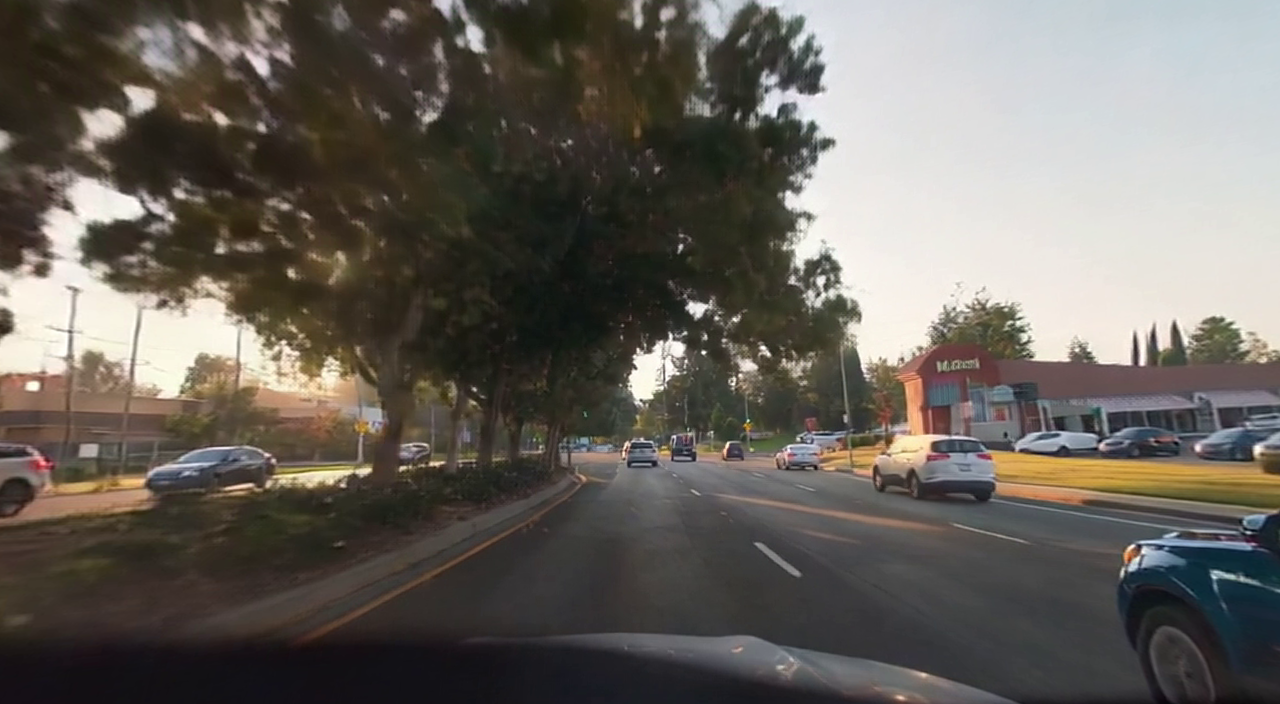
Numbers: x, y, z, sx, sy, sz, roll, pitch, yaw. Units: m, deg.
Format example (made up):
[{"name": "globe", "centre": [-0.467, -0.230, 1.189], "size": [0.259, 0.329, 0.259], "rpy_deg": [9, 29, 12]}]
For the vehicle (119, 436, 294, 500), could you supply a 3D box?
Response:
[{"name": "vehicle", "centre": [-13.980, 3.739, 20.908], "size": [2.159, 1.836, 5.038], "rpy_deg": [0, -8, 0]}]

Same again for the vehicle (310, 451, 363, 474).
[{"name": "vehicle", "centre": [-21.856, 7.953, 45.688], "size": [1.879, 1.520, 3.830], "rpy_deg": [0, -8, 1]}]

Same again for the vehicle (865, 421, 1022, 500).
[{"name": "vehicle", "centre": [7.689, 2.789, 16.591], "size": [1.977, 1.786, 4.344], "rpy_deg": [0, -8, 1]}]

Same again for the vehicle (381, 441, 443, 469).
[{"name": "vehicle", "centre": [-14.493, 6.578, 40.395], "size": [2.136, 1.676, 4.371], "rpy_deg": [-1, -9, 3]}]

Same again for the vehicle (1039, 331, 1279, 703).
[{"name": "vehicle", "centre": [3.534, 0.664, 1.654], "size": [2.076, 1.716, 4.416], "rpy_deg": [0, -8, 0]}]

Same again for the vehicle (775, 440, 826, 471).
[{"name": "vehicle", "centre": [8.477, 5.495, 33.631], "size": [1.879, 1.517, 4.006], "rpy_deg": [-1, -8, 3]}]

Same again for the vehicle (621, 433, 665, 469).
[{"name": "vehicle", "centre": [0.142, 5.680, 36.363], "size": [2.402, 1.938, 4.535], "rpy_deg": [0, -8, -1]}]

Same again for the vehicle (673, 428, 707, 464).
[{"name": "vehicle", "centre": [3.777, 7.169, 48.336], "size": [2.239, 2.586, 4.586], "rpy_deg": [0, -8, 0]}]
